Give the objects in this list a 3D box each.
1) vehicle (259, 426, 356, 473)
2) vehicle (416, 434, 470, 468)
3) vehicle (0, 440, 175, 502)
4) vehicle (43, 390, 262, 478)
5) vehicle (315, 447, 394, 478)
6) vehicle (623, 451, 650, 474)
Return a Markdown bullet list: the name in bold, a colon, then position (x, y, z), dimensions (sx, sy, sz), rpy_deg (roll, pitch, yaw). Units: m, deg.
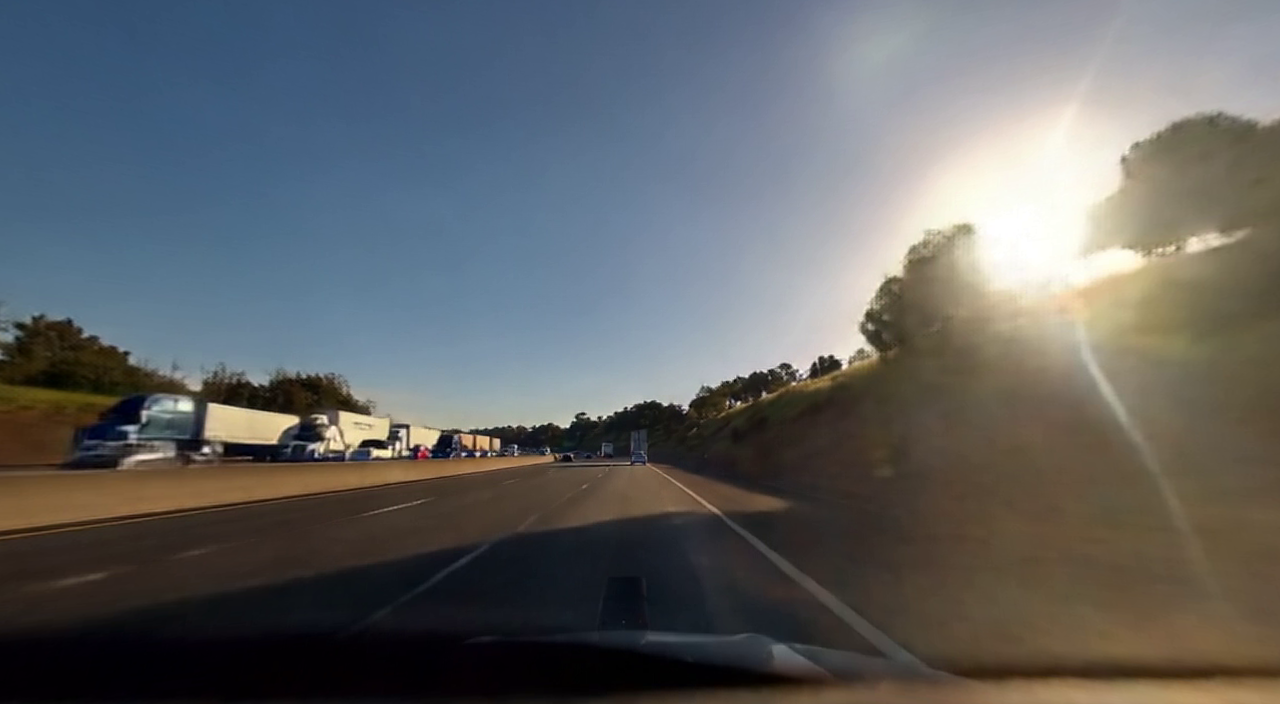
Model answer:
- **vehicle**: position (-19.392, 5.764, 37.236), dimensions (2.379, 2.537, 6.065), rpy_deg (0, -9, 0)
- **vehicle**: position (-15.131, 7.672, 48.854), dimensions (2.382, 2.437, 5.706), rpy_deg (0, -9, -1)
- **vehicle**: position (-14.767, 3.080, 16.661), dimensions (1.837, 1.427, 4.020), rpy_deg (0, -9, 0)
- **vehicle**: position (-23.870, 4.294, 32.055), dimensions (2.893, 3.701, 10.393), rpy_deg (0, -9, -1)
- **vehicle**: position (-14.705, 5.711, 32.769), dimensions (1.935, 1.486, 4.694), rpy_deg (0, -9, 0)
- **vehicle**: position (-0.276, 8.645, 49.431), dimensions (2.009, 1.657, 3.962), rpy_deg (0, -9, -1)
